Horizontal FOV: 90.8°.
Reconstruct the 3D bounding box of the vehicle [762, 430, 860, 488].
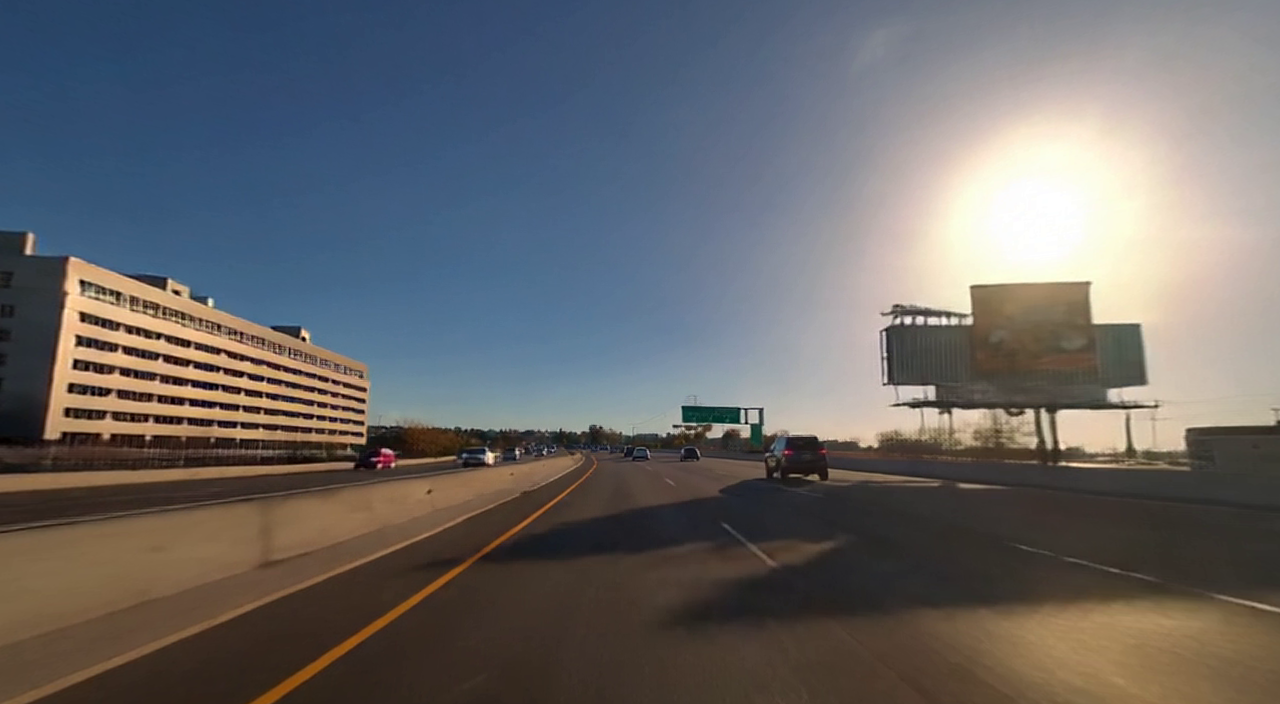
[{"bbox_3d":[6.282,4.011,23.945,2.181,1.952,4.973,0,-9,-2],"label":"vehicle"}]
